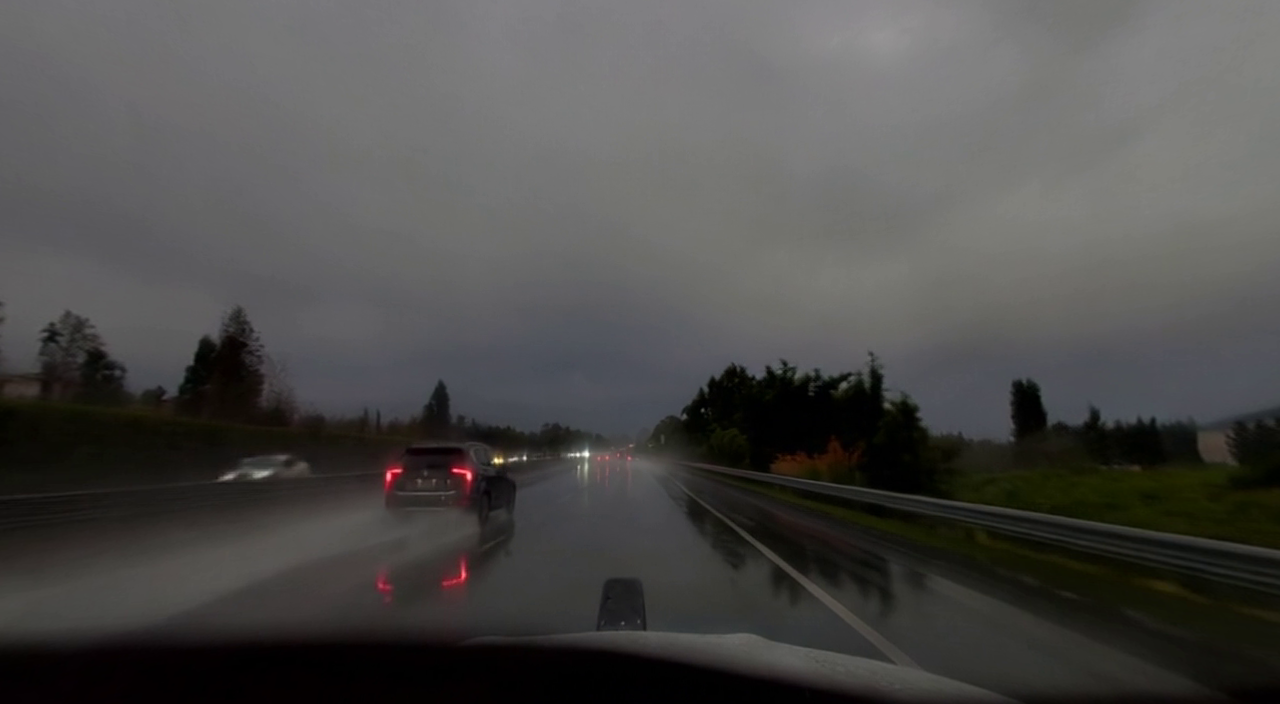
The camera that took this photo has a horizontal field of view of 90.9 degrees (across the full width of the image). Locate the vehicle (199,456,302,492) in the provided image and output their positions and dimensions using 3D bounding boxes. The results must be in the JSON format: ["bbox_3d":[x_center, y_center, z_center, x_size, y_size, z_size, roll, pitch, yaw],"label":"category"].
[{"bbox_3d":[-18.040,5.653,29.462,1.921,1.484,4.504,0,-9,0],"label":"vehicle"}]

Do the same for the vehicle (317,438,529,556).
[{"bbox_3d":[-3.554,2.461,11.455,2.135,1.686,4.517,0,-9,1],"label":"vehicle"}]
